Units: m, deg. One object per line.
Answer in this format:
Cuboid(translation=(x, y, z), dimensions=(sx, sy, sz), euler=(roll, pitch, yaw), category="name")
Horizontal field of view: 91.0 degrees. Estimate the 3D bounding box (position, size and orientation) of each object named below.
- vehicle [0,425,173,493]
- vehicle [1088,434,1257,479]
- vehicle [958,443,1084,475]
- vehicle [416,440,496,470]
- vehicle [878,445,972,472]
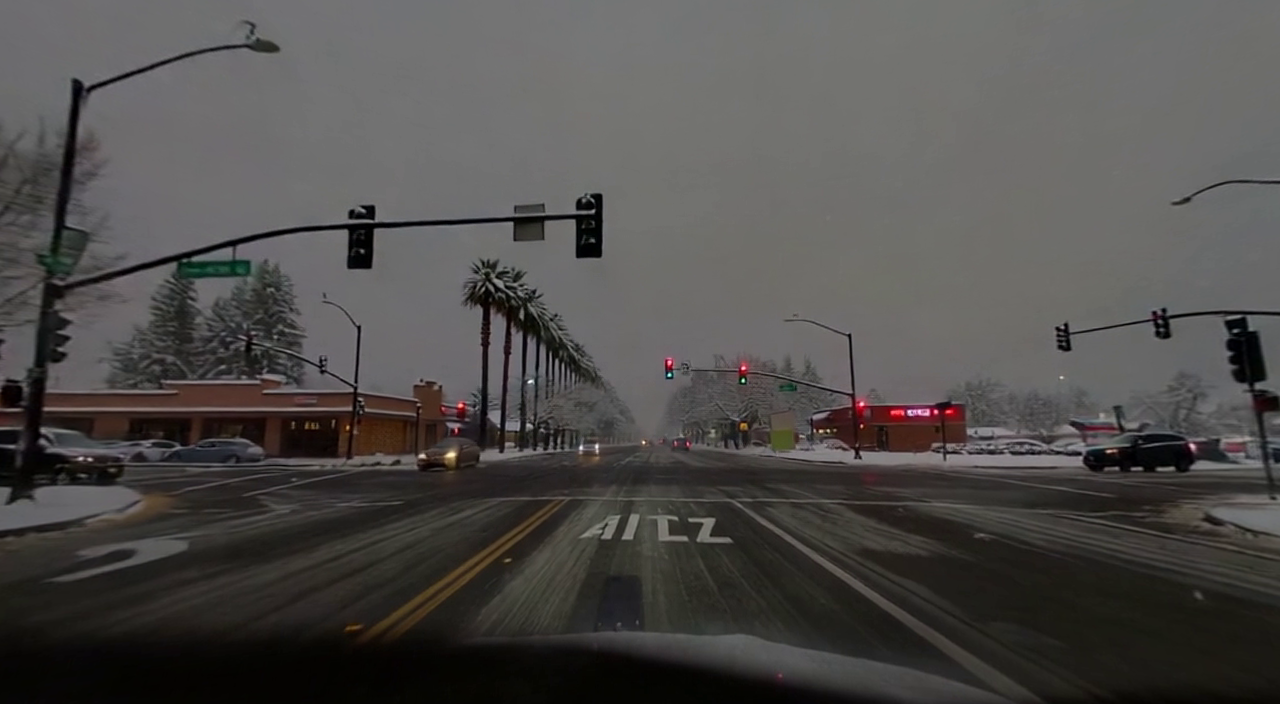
Cuboid(translation=(-18.507, 3.427, 20.327), dimensions=(4.901, 2.064, 2.296), euler=(0, -8, 0), category="vehicle")
Cuboid(translation=(23.369, 4.580, 27.762), dimensions=(5.509, 1.873, 2.123), euler=(0, -9, -1), category="vehicle")
Cuboid(translation=(18.886, 5.312, 31.372), dimensions=(4.977, 1.508, 1.948), euler=(0, -9, 0), category="vehicle")
Cuboid(translation=(-11.340, 6.380, 39.132), dimensions=(2.045, 1.699, 4.563), euler=(-5, -10, 31), category="vehicle")
Cuboid(translation=(16.150, 6.039, 35.828), dimensions=(4.451, 1.494, 1.857), euler=(-1, -9, 7), category="vehicle")
